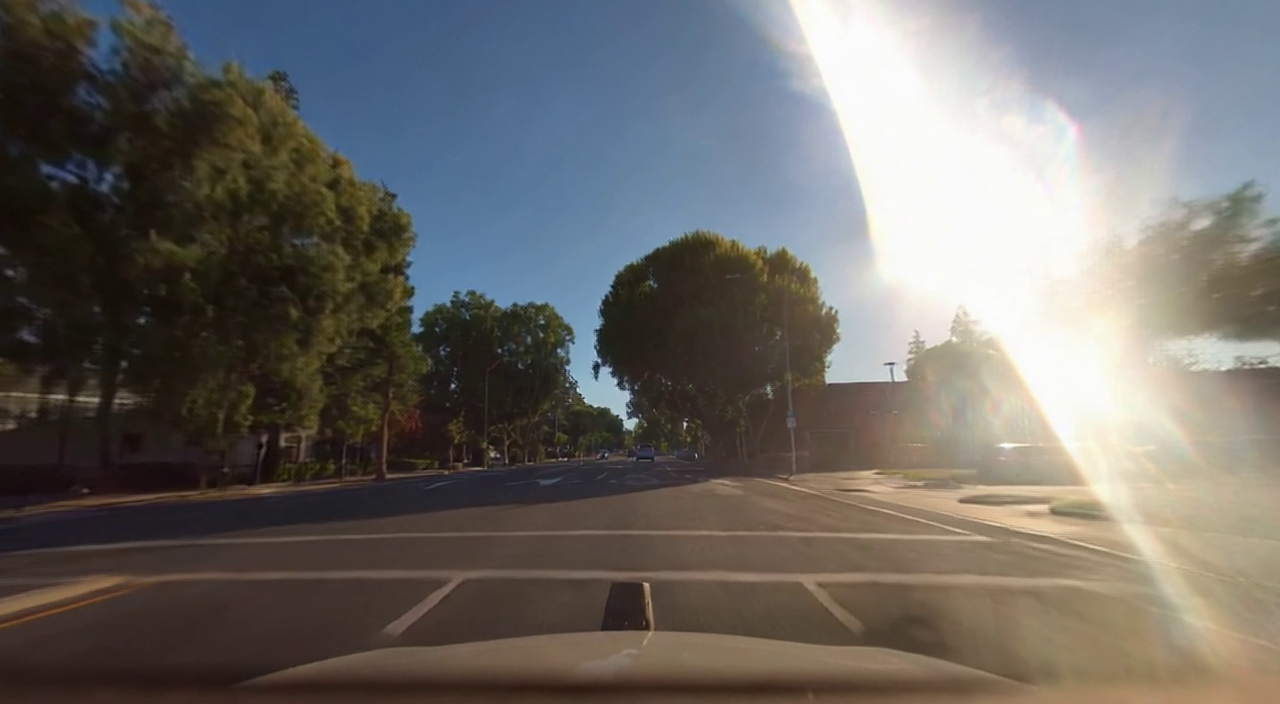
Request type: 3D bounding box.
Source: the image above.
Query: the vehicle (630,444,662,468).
[{"bbox_3d":[0.423,7.558,45.960,2.200,1.653,4.127,0,-8,0],"label":"vehicle"}]

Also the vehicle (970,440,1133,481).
[{"bbox_3d":[15.596,4.118,24.082,4.824,1.462,1.974,0,-8,-1],"label":"vehicle"}]
